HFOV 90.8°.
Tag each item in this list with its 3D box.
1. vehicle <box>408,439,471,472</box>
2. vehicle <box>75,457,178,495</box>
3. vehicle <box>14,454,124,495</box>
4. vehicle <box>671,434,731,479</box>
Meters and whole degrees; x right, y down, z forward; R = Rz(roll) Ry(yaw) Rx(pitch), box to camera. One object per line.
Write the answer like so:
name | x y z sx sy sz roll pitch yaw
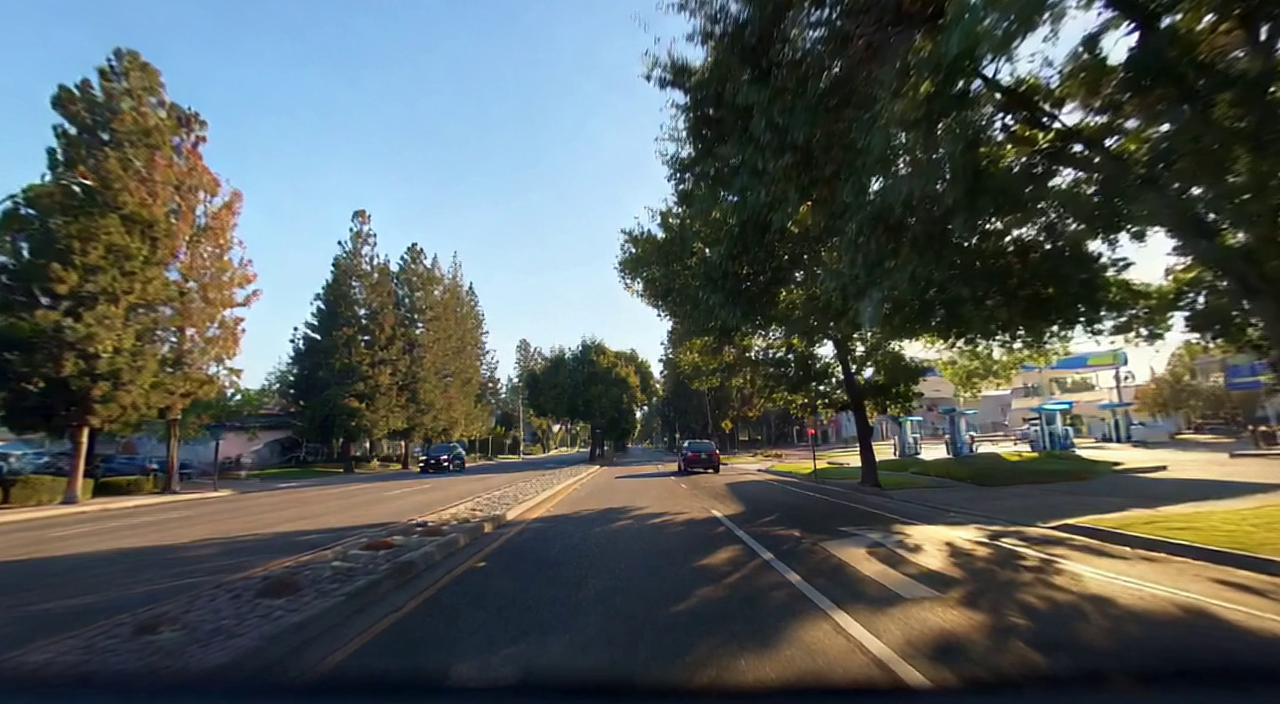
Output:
vehicle | -12.871 6.694 40.930 2.379 1.967 5.195 0 -9 0
vehicle | -23.077 5.520 28.383 4.117 1.557 1.876 -5 -10 26
vehicle | -23.124 4.896 25.576 4.016 1.517 1.816 -5 -10 26
vehicle | 2.656 4.688 28.644 2.115 1.840 4.777 0 -9 -2
